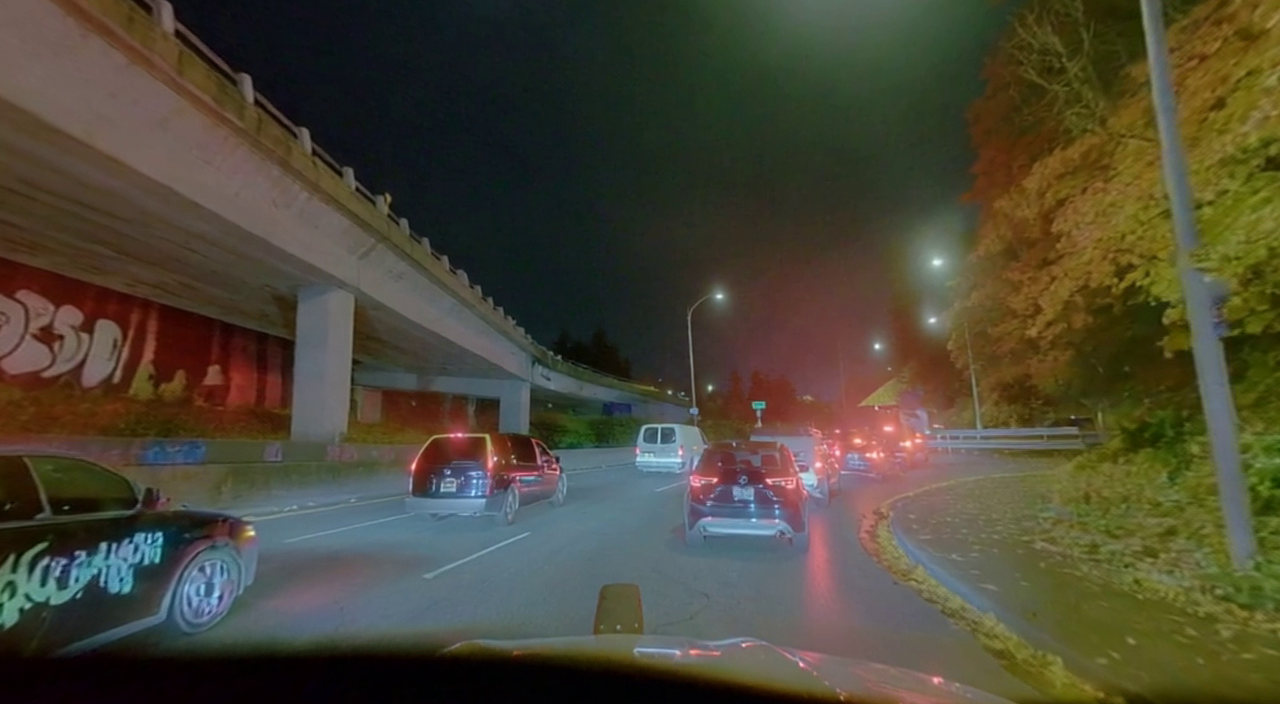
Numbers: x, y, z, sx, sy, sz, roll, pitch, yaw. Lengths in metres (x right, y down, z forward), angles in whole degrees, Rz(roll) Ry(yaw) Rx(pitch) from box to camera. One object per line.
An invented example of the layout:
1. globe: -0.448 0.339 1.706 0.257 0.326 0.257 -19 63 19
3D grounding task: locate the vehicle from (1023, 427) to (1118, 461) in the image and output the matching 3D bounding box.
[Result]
1. vehicle: 19.959 4.275 29.055 3.934 1.485 1.763 4 -10 -25

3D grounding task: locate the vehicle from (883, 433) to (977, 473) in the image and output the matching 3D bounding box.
1. vehicle: 11.481 3.977 24.708 3.902 1.446 1.780 7 -12 -40

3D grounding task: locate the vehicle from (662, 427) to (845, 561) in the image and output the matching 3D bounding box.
1. vehicle: 1.882 1.966 9.358 2.064 1.515 3.722 -4 -9 19

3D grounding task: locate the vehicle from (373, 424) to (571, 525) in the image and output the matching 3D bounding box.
1. vehicle: -2.944 2.269 12.057 1.921 1.554 4.081 -3 -9 13
